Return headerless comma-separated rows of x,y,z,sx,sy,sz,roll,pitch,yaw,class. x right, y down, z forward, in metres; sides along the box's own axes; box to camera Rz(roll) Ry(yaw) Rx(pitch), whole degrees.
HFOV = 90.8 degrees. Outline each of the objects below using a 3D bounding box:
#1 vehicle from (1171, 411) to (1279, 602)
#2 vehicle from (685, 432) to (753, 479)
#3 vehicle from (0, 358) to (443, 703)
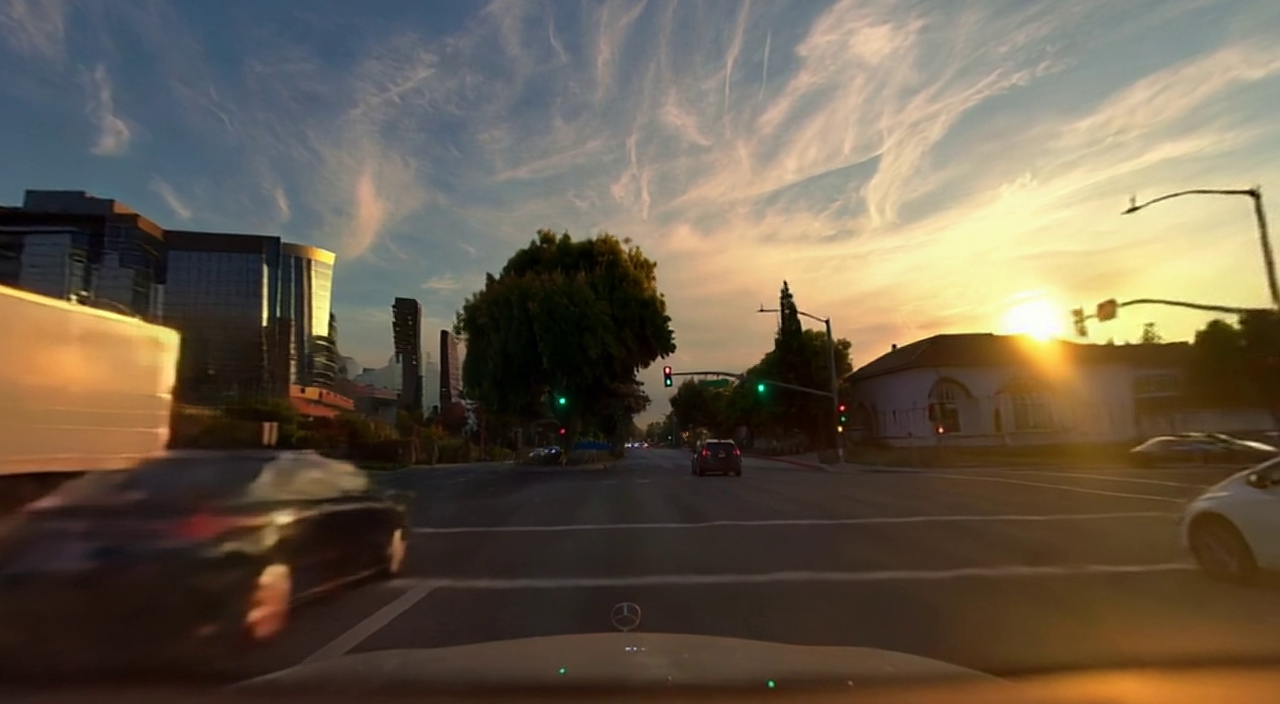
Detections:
6.472,1.146,4.275,2.000,1.618,4.238,0,-9,-1,vehicle
3.217,4.334,26.718,2.095,1.759,4.862,0,-9,-2,vehicle
-3.511,1.192,4.675,2.012,1.653,6.295,0,-9,1,vehicle
